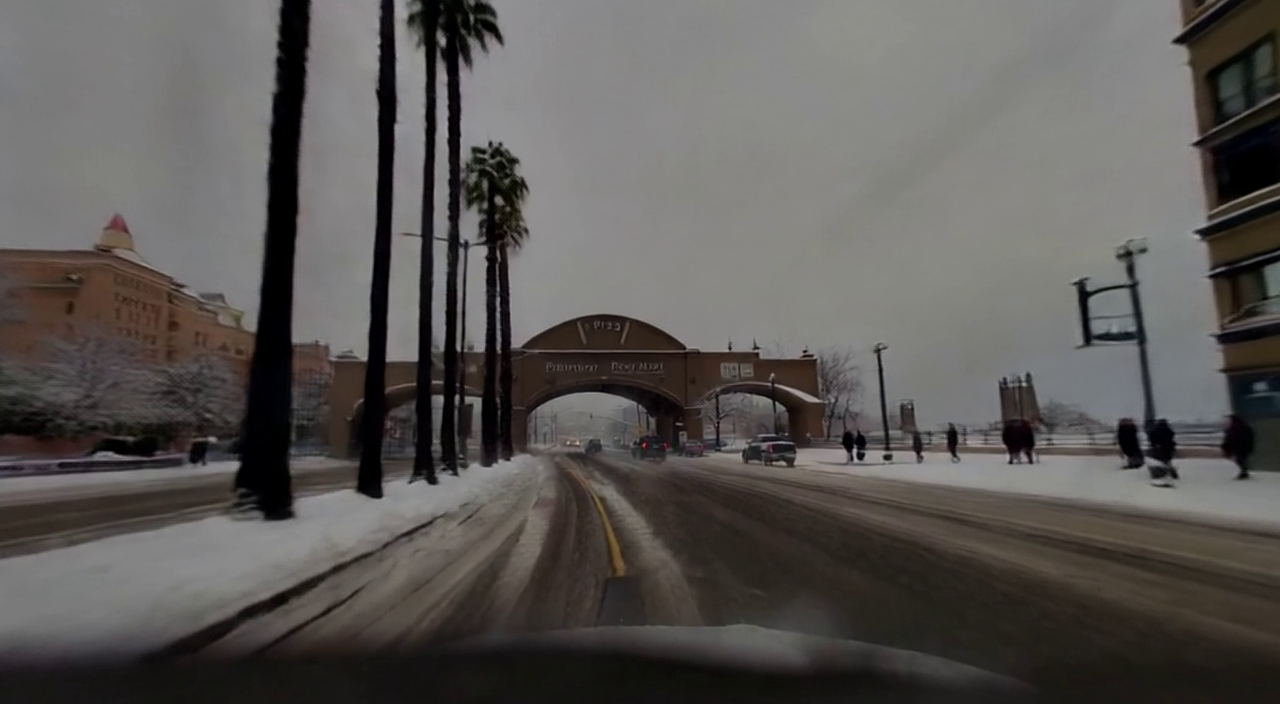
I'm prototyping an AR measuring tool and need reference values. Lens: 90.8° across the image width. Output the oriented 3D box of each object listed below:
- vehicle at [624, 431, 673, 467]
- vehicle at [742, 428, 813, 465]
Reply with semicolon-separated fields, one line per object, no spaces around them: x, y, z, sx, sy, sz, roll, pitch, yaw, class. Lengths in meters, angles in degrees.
0.369;5.921;38.728;2.284;2.010;6.670;0;-8;-6;vehicle
8.145;5.694;38.191;2.417;2.030;5.711;1;-8;-7;vehicle
